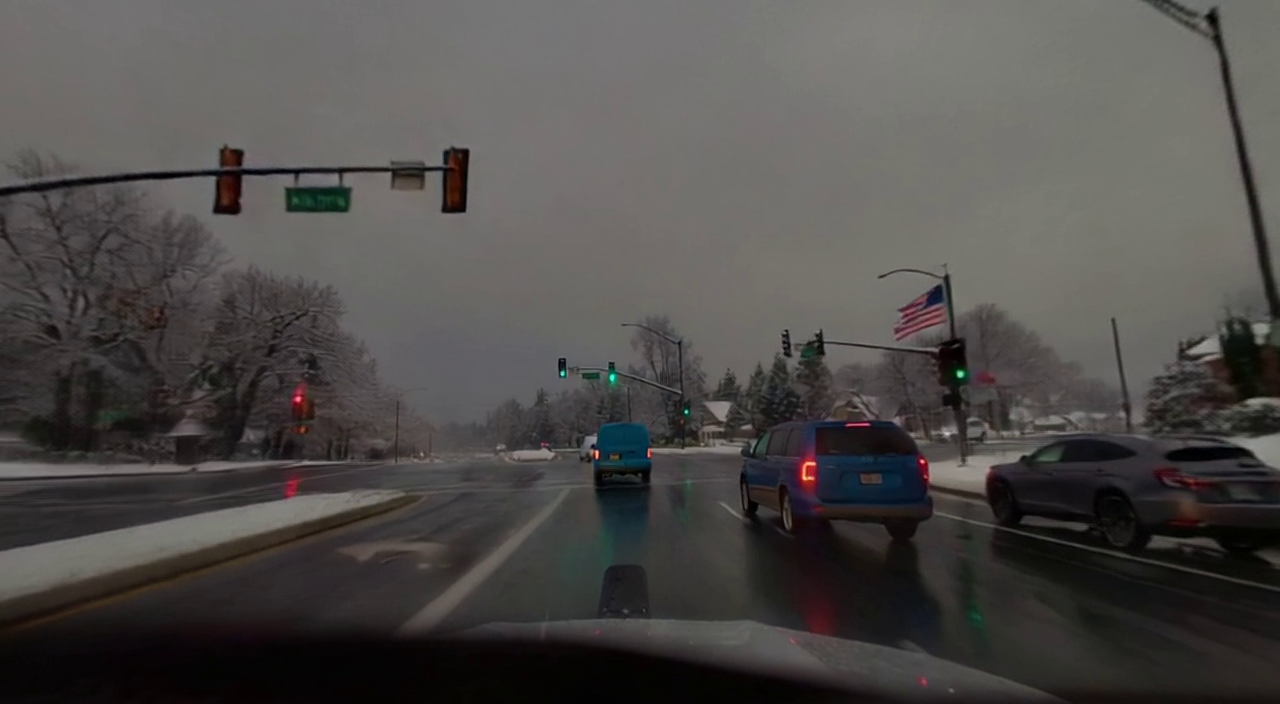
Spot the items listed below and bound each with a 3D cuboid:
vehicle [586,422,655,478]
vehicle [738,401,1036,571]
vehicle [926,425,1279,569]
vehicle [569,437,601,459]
[{"bbox_3d":[-0.837,3.579,23.242,2.185,1.822,4.583,1,-8,-6],"label":"vehicle"},{"bbox_3d":[2.845,1.670,8.662,2.024,1.686,4.588,0,-8,-3],"label":"vehicle"},{"bbox_3d":[6.393,1.873,9.085,2.124,1.474,4.880,0,-8,-2],"label":"vehicle"},{"bbox_3d":[-3.977,6.874,45.168,1.887,1.458,4.275,1,-8,-10],"label":"vehicle"}]
